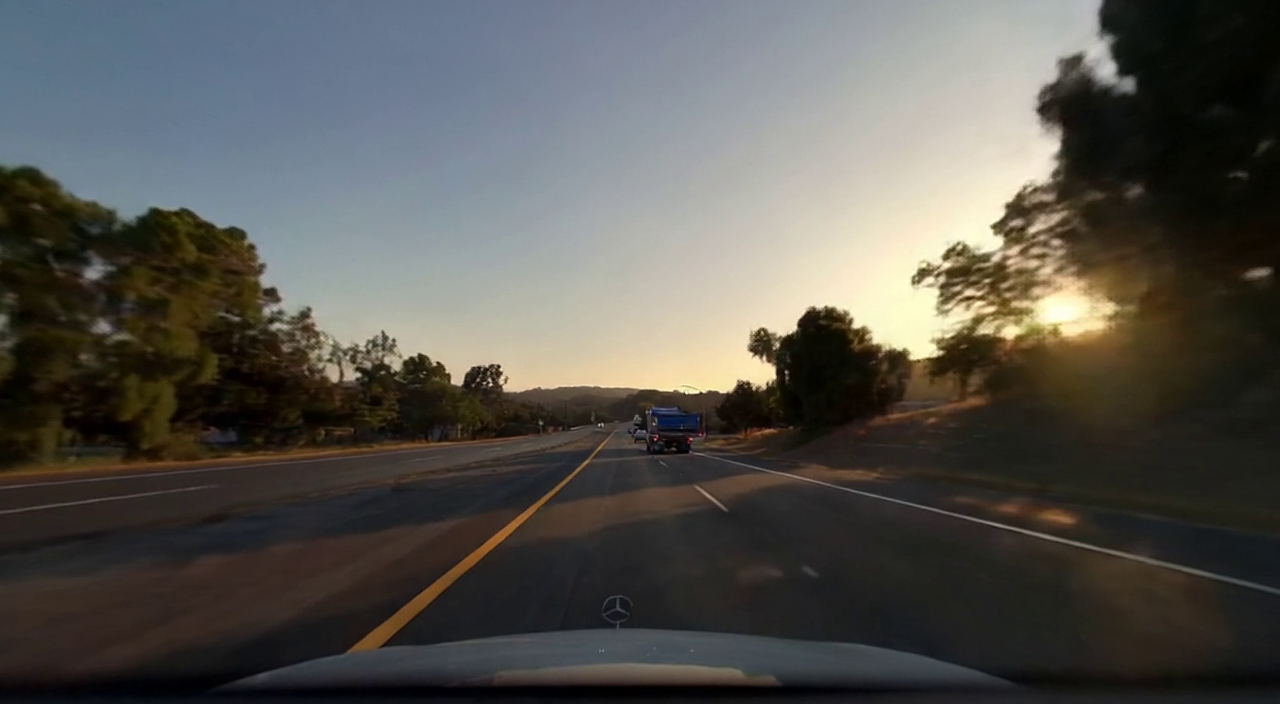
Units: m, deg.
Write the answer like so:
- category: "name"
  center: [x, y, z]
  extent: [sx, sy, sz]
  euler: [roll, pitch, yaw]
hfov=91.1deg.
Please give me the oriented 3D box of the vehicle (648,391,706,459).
- category: "vehicle"
  center: [2.184, 4.785, 40.723]
  extent: [2.949, 3.877, 8.528]
  euler: [1, -8, -2]
